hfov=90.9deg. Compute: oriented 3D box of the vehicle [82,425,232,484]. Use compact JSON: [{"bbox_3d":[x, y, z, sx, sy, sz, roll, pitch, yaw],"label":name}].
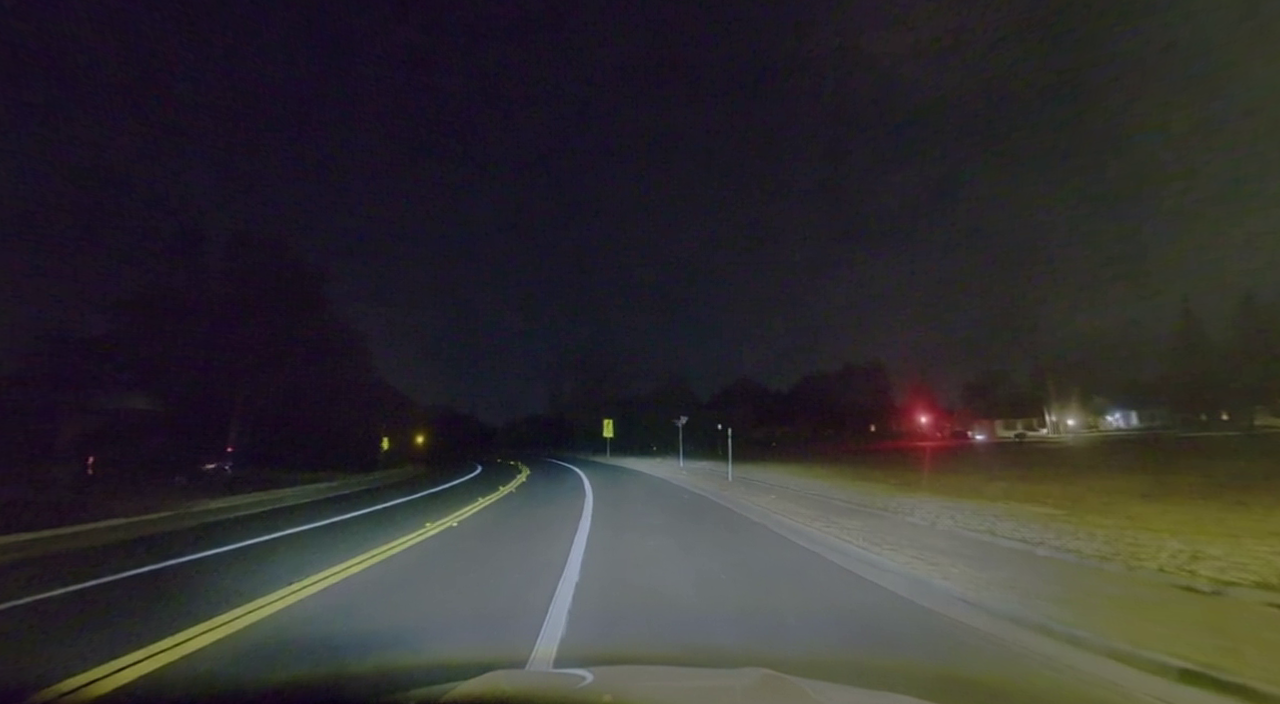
[{"bbox_3d":[-17.882,3.772,23.357,4.699,1.996,2.116,-4,-9,21],"label":"vehicle"}]
